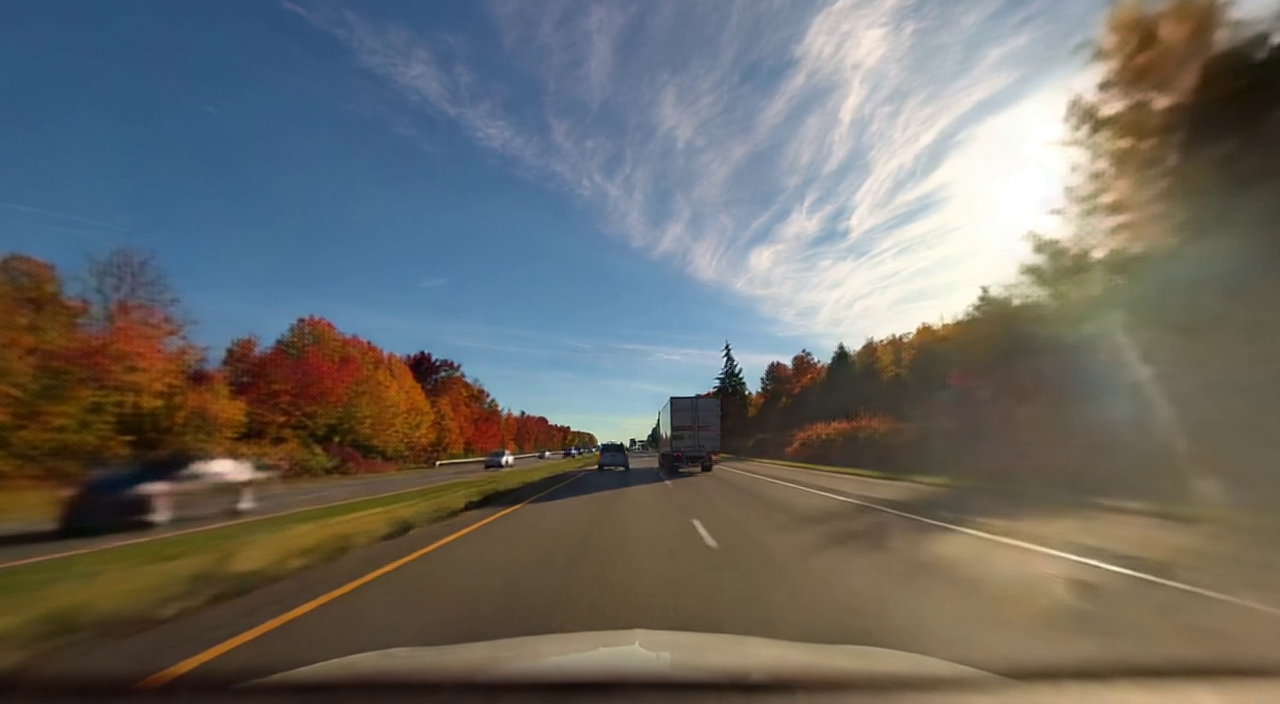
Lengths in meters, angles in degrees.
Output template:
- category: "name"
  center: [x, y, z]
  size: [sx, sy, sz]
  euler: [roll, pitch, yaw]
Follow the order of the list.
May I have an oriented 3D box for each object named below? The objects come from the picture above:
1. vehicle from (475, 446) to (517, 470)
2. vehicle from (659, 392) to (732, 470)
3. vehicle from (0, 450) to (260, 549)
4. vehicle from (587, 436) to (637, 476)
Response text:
- category: "vehicle"
  center: [-10.086, 7.451, 44.219]
  size: [1.946, 1.550, 4.142]
  euler: [-1, -9, 0]
- category: "vehicle"
  center: [3.089, 5.159, 39.670]
  size: [3.068, 4.042, 13.787]
  euler: [0, -9, -1]
- category: "vehicle"
  center: [-9.693, 2.671, 12.119]
  size: [1.890, 1.505, 4.484]
  euler: [0, -9, -1]
- category: "vehicle"
  center: [-1.229, 4.811, 29.106]
  size: [2.151, 1.693, 4.201]
  euler: [0, -9, -1]
